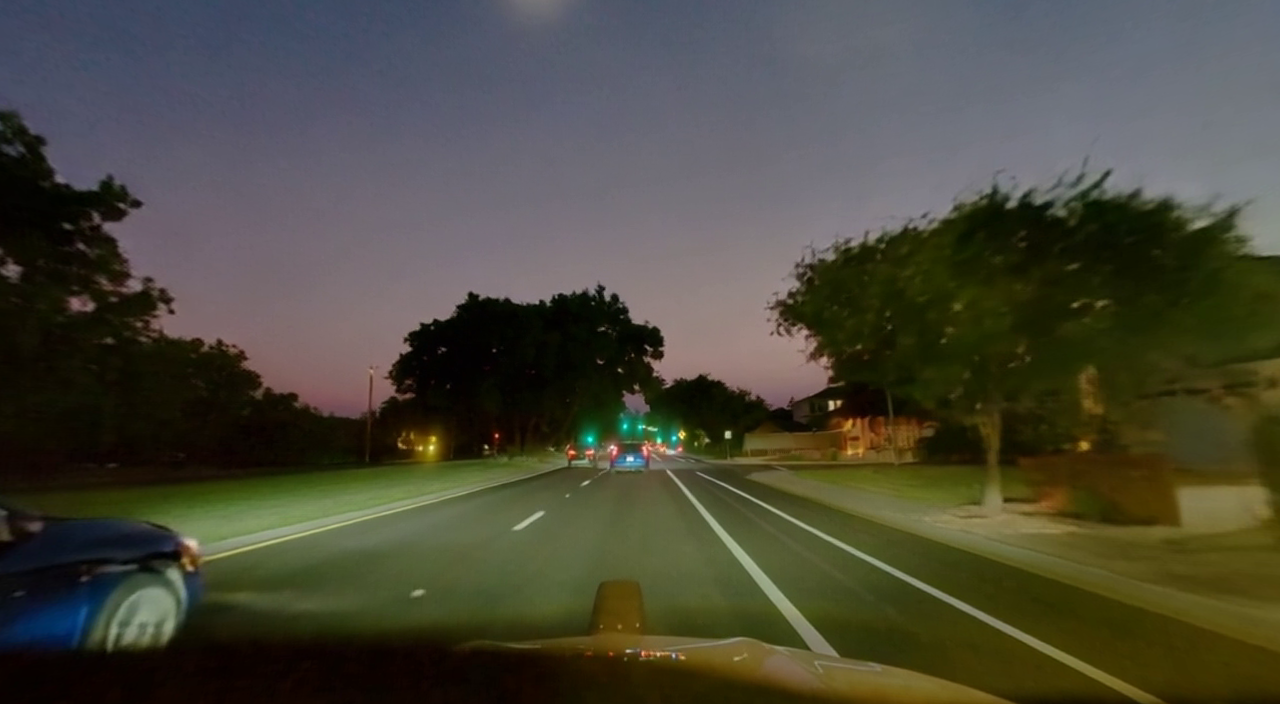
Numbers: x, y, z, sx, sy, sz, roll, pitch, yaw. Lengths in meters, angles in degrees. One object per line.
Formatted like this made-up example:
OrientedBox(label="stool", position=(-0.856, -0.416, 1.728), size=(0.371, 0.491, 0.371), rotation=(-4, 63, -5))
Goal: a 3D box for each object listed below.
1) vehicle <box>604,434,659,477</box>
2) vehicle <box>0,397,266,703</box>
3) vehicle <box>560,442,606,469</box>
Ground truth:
OrientedBox(label="vehicle", position=(-0.343, 4.495, 27.513), size=(2.220, 1.742, 4.047), rotation=(0, -8, 0))
OrientedBox(label="vehicle", position=(-3.735, 0.820, 1.877), size=(2.105, 1.469, 4.978), rotation=(0, -8, 1))
OrientedBox(label="vehicle", position=(-3.128, 5.776, 35.231), size=(2.032, 1.433, 4.458), rotation=(0, -8, 2))
